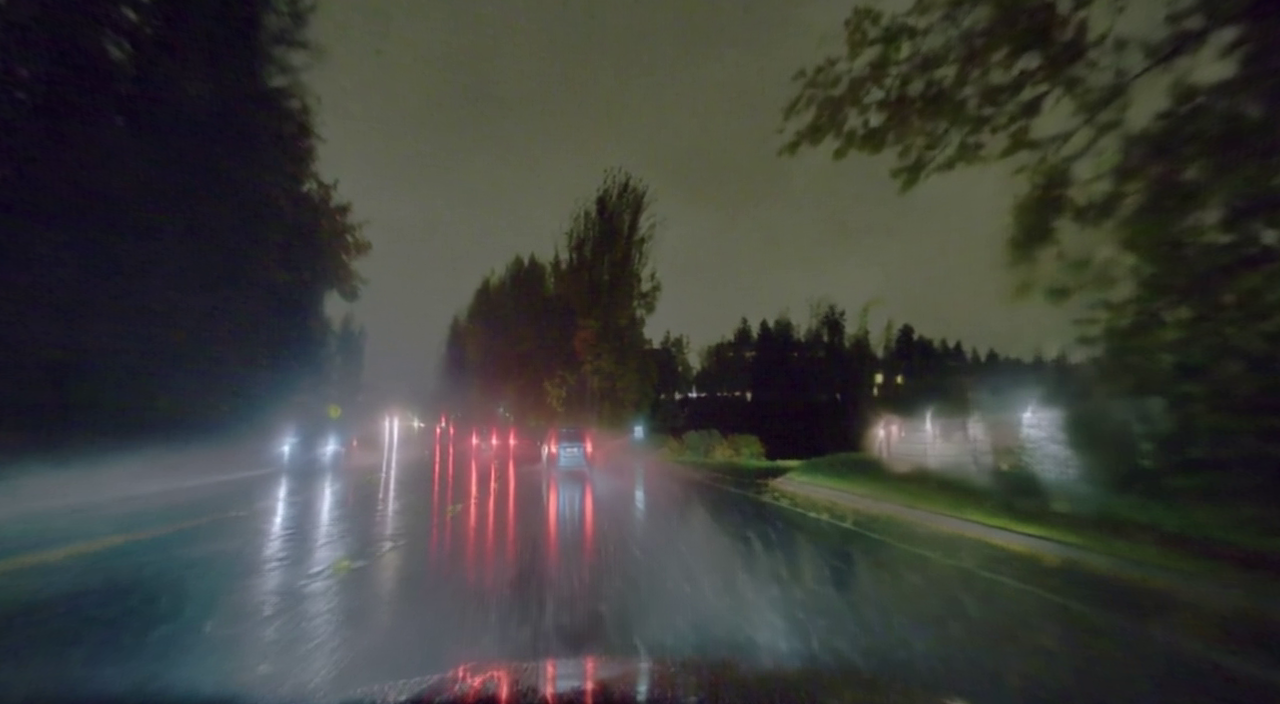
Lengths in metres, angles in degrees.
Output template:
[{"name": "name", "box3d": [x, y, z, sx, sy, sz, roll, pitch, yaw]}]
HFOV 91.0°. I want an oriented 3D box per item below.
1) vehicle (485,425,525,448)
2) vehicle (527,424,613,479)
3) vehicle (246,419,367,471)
[{"name": "vehicle", "box3d": [-9.400, 5.893, 43.570, 2.080, 1.530, 3.719, 3, -9, -22]}, {"name": "vehicle", "box3d": [-2.301, 3.081, 19.617, 2.296, 1.510, 4.068, 1, -9, -11]}, {"name": "vehicle", "box3d": [-10.729, 3.064, 20.690, 2.126, 1.493, 4.748, 1, -9, -11]}]
